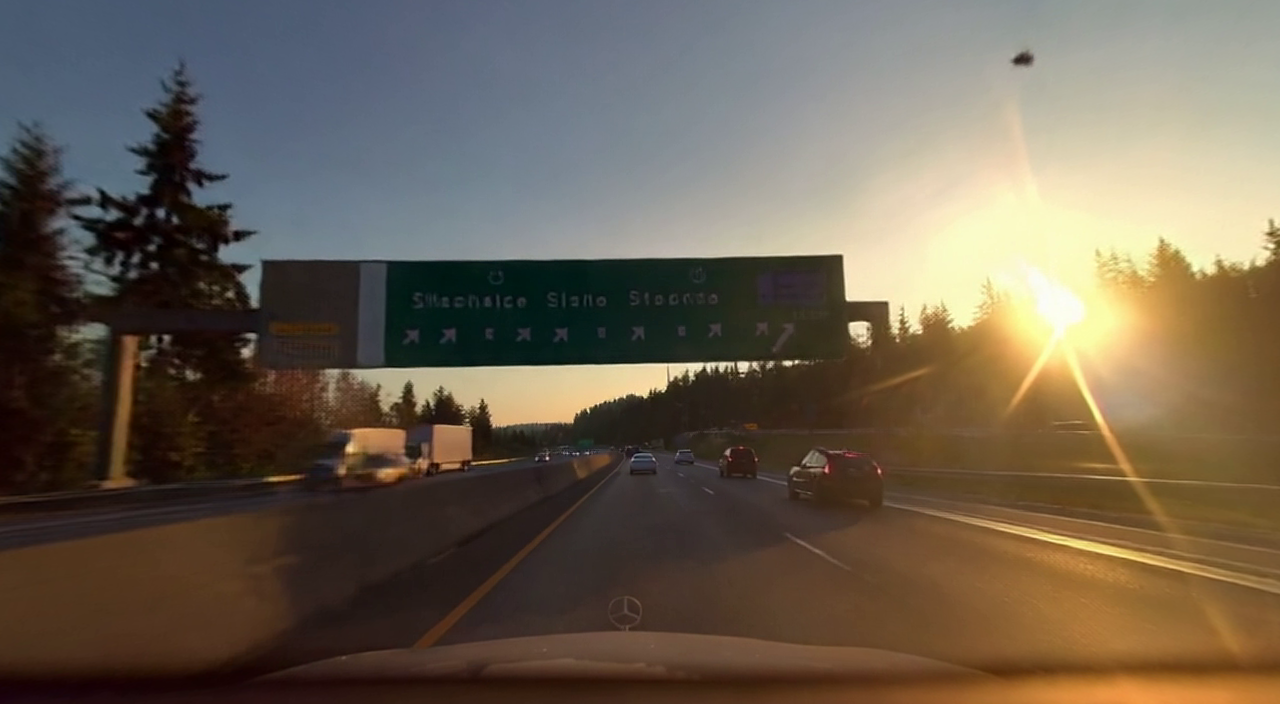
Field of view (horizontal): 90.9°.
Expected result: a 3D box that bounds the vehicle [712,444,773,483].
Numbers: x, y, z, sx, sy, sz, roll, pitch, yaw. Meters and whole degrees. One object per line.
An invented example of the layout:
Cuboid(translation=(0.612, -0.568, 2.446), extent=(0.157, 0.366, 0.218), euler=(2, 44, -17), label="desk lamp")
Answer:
Cuboid(translation=(4.617, 5.081, 28.958), extent=(1.969, 1.639, 4.472), euler=(0, -9, -1), label="vehicle")

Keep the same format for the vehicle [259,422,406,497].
Cuboid(translation=(-13.255, 4.736, 28.041), extent=(2.620, 2.854, 7.426), euler=(0, -9, 1), label="vehicle")

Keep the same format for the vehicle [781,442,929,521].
Cuboid(translation=(4.615, 2.819, 14.187), extent=(1.952, 1.495, 3.740), euler=(0, -9, -1), label="vehicle")

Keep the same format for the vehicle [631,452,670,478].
Cuboid(translation=(0.516, 6.161, 34.528), extent=(2.012, 1.320, 3.777), euler=(0, -9, 0), label="vehicle")

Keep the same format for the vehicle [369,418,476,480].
Cuboid(translation=(-16.471, 7.695, 49.648), extent=(2.898, 4.087, 15.230), euler=(0, -9, 1), label="vehicle")
